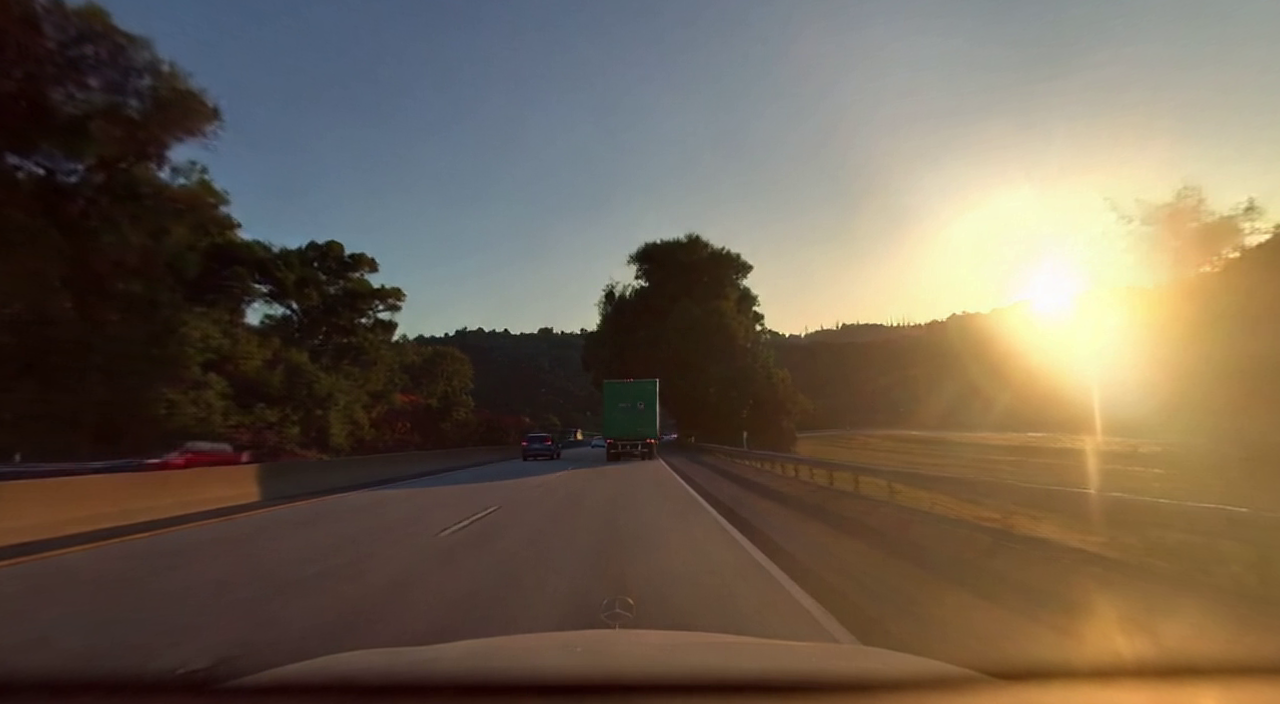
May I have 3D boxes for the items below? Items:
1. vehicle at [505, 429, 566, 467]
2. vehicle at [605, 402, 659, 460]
[{"bbox_3d":[-4.890,4.570,30.221,2.138,1.697,4.587,0,-8,0],"label":"vehicle"},{"bbox_3d":[-0.362,3.492,27.892,2.319,2.461,1.270,0,-8,-2],"label":"vehicle"}]
